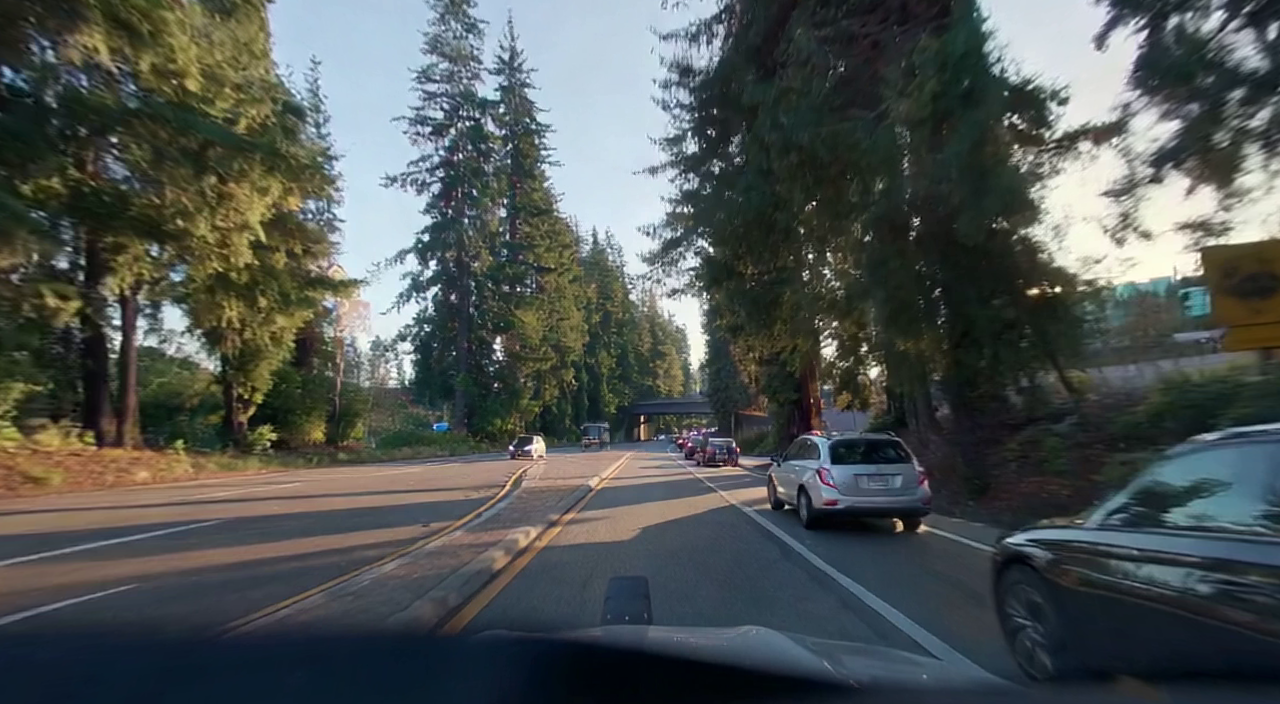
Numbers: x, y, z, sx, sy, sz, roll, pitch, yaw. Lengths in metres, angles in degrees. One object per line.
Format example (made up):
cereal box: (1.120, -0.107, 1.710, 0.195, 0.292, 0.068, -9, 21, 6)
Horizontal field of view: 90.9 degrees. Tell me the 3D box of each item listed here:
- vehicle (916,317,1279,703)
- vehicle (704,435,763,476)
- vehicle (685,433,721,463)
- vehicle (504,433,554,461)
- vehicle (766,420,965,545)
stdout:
vehicle: (3.309, 0.849, 2.807, 1.986, 1.776, 4.822, 0, -8, 1)
vehicle: (4.066, 4.573, 28.142, 1.972, 1.682, 4.397, 0, -8, 0)
vehicle: (4.103, 6.337, 41.689, 1.985, 1.895, 4.496, 0, -8, 1)
vehicle: (-6.193, 5.382, 35.675, 1.846, 1.498, 3.886, -1, -8, 4)
vehicle: (3.526, 2.104, 10.824, 1.868, 1.694, 4.184, 0, -8, 0)
